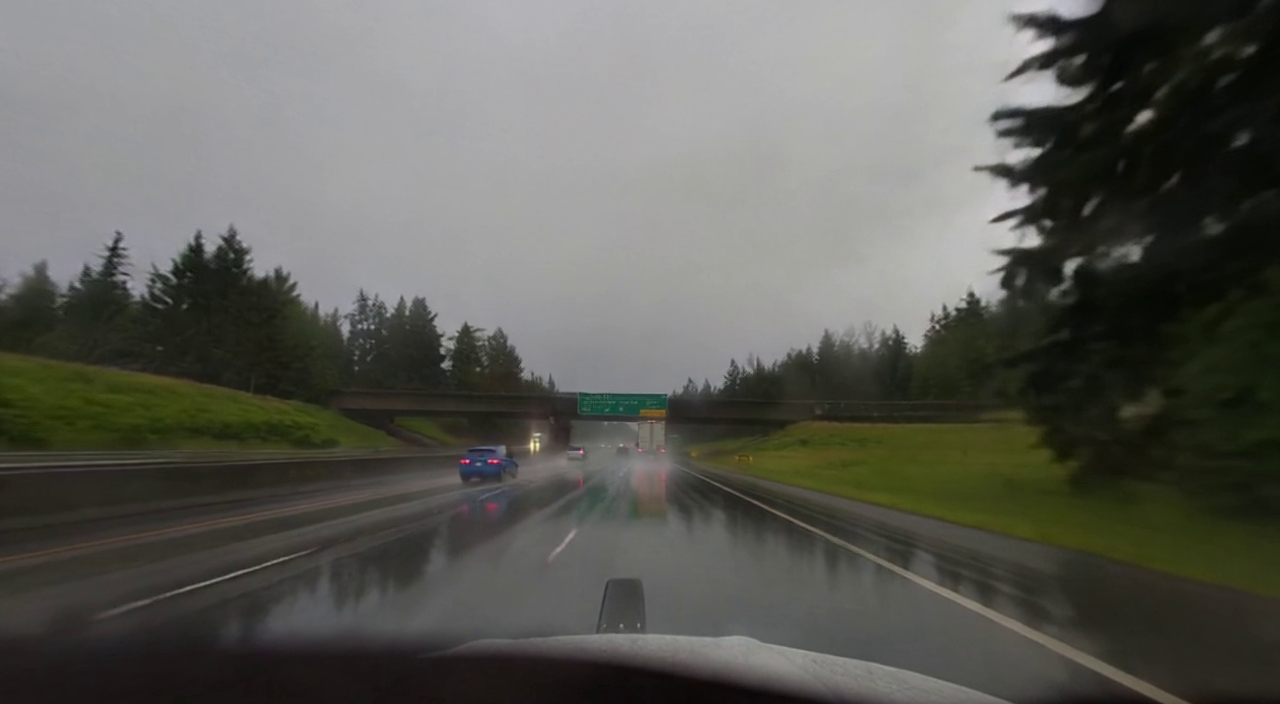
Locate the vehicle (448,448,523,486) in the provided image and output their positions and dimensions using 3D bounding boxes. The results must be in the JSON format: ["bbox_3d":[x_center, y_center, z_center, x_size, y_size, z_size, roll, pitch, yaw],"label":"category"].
[{"bbox_3d":[-6.532,4.894,27.178,2.038,1.489,4.603,0,-9,0],"label":"vehicle"}]
